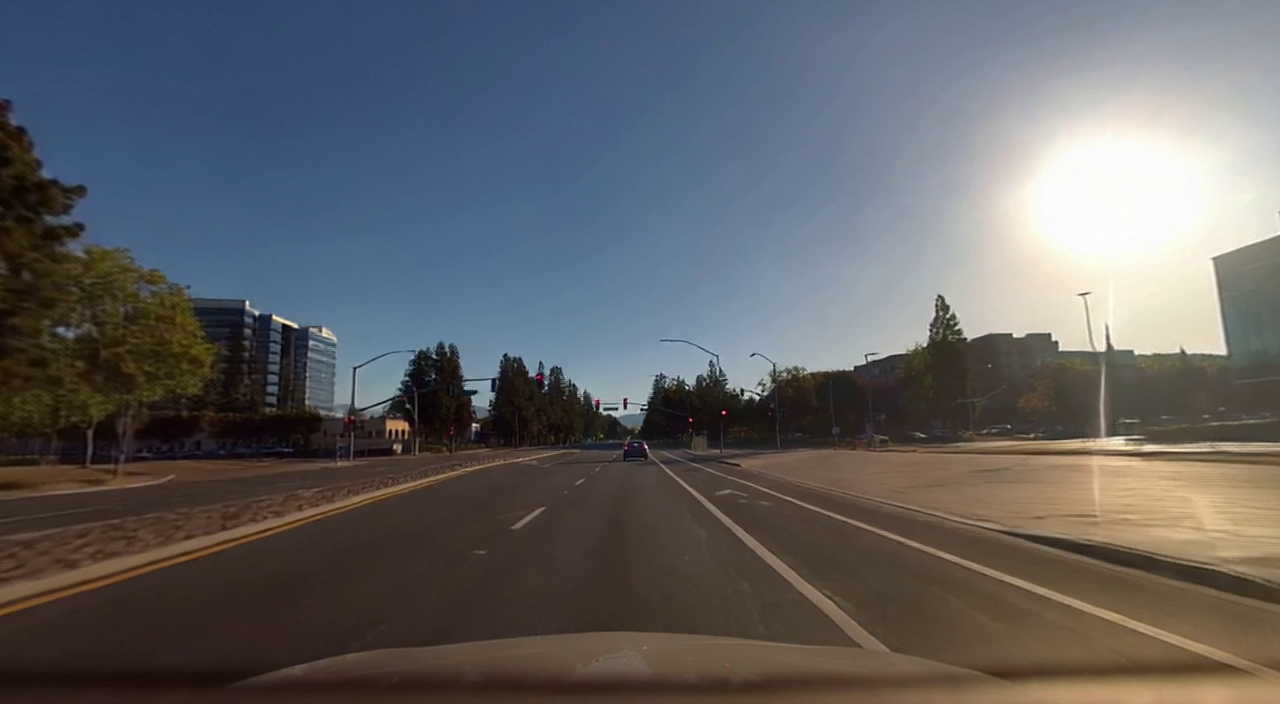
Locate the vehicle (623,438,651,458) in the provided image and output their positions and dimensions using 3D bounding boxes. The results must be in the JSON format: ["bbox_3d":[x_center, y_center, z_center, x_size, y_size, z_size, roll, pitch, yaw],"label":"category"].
[{"bbox_3d":[-0.246,7.554,49.823,2.107,1.470,3.974,0,-8,-1],"label":"vehicle"}]
